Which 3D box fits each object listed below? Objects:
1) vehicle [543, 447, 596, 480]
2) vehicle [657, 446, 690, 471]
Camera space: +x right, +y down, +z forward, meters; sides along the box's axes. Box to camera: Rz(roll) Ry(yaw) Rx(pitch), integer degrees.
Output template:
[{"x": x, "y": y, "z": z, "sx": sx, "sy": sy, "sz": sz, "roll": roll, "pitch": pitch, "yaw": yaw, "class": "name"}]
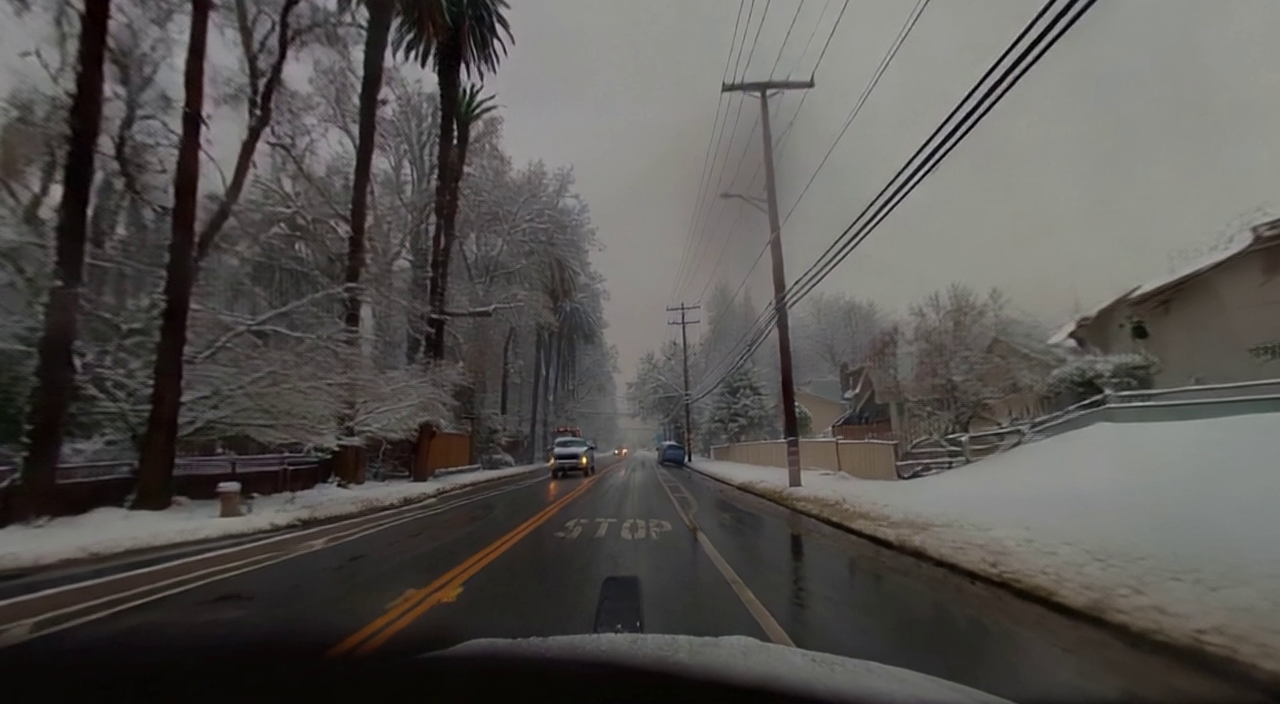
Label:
[{"x": -3.835, "y": 6.184, "z": 35.403, "sx": 2.336, "sy": 1.669, "sz": 5.581, "roll": 0, "pitch": -9, "yaw": 0, "class": "vehicle"}, {"x": 2.583, "y": 8.345, "z": 49.869, "sx": 2.168, "sy": 1.851, "sz": 4.861, "roll": 0, "pitch": -9, "yaw": -1, "class": "vehicle"}]
